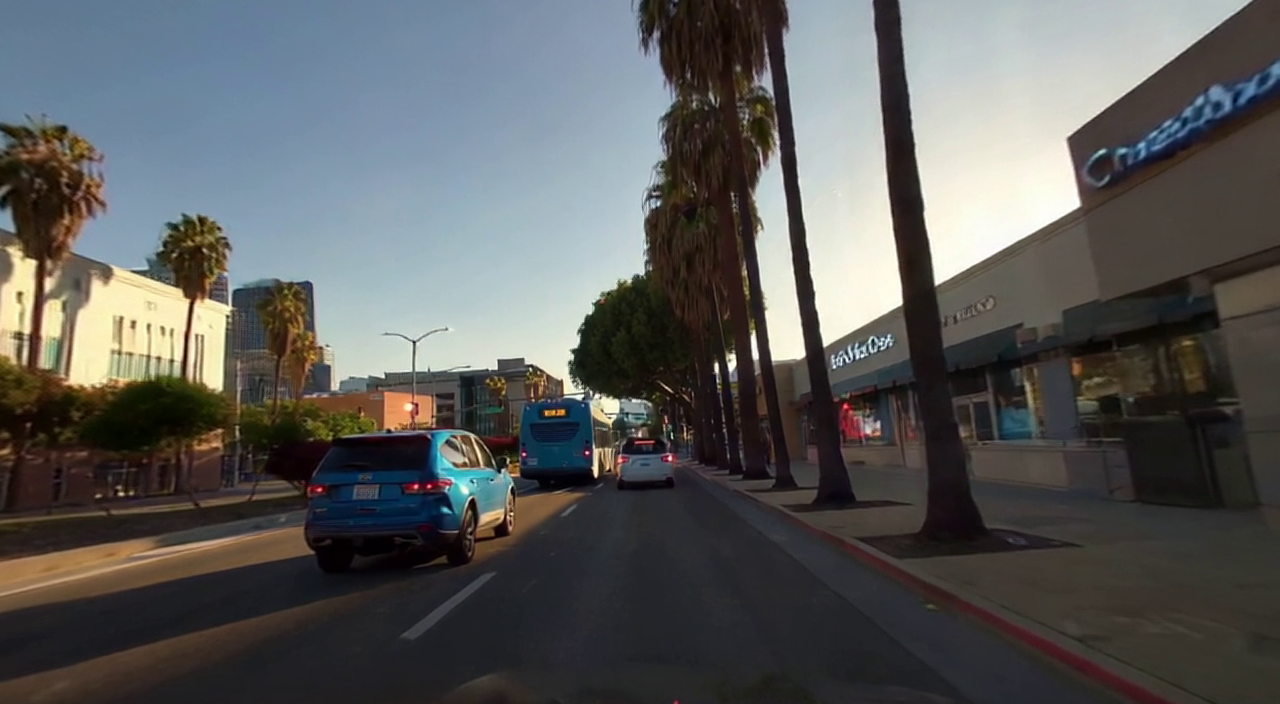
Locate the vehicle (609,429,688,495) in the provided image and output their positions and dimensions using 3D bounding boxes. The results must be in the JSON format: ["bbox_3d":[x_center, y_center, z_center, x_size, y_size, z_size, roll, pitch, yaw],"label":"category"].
[{"bbox_3d":[0.247,3.237,18.892,2.120,1.727,3.917,-1,-8,1],"label":"vehicle"}]

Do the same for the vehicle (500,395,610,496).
[{"bbox_3d":[-2.823,3.477,23.663,2.775,3.064,8.297,-1,-8,1],"label":"vehicle"}]

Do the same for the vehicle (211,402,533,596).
[{"bbox_3d":[-2.923,1.721,8.294,2.124,1.799,4.587,-1,-8,1],"label":"vehicle"}]
